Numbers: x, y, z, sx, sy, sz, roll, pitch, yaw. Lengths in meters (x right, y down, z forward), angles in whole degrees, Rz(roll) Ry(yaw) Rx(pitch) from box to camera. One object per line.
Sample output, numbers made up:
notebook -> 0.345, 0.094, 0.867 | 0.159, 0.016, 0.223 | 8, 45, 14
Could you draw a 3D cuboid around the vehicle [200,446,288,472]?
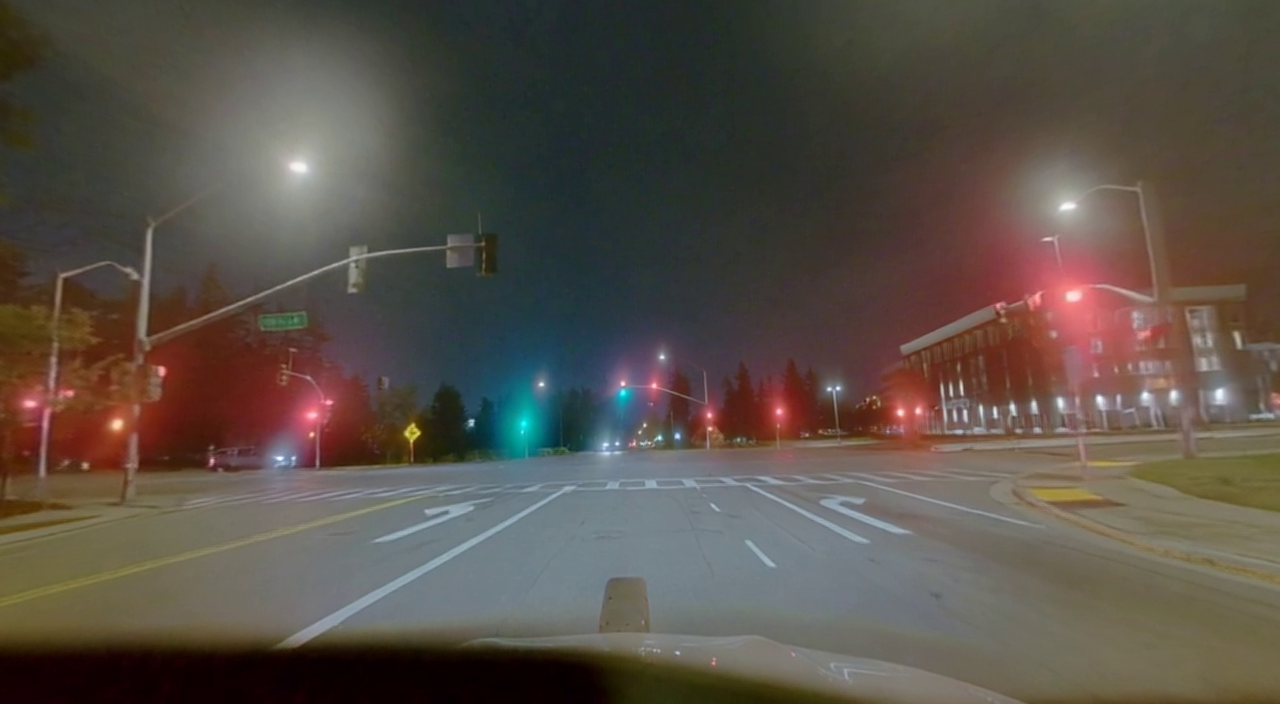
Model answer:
vehicle -> -25.069, 6.769, 39.999 | 4.332, 1.573, 1.900 | 0, -8, 3
